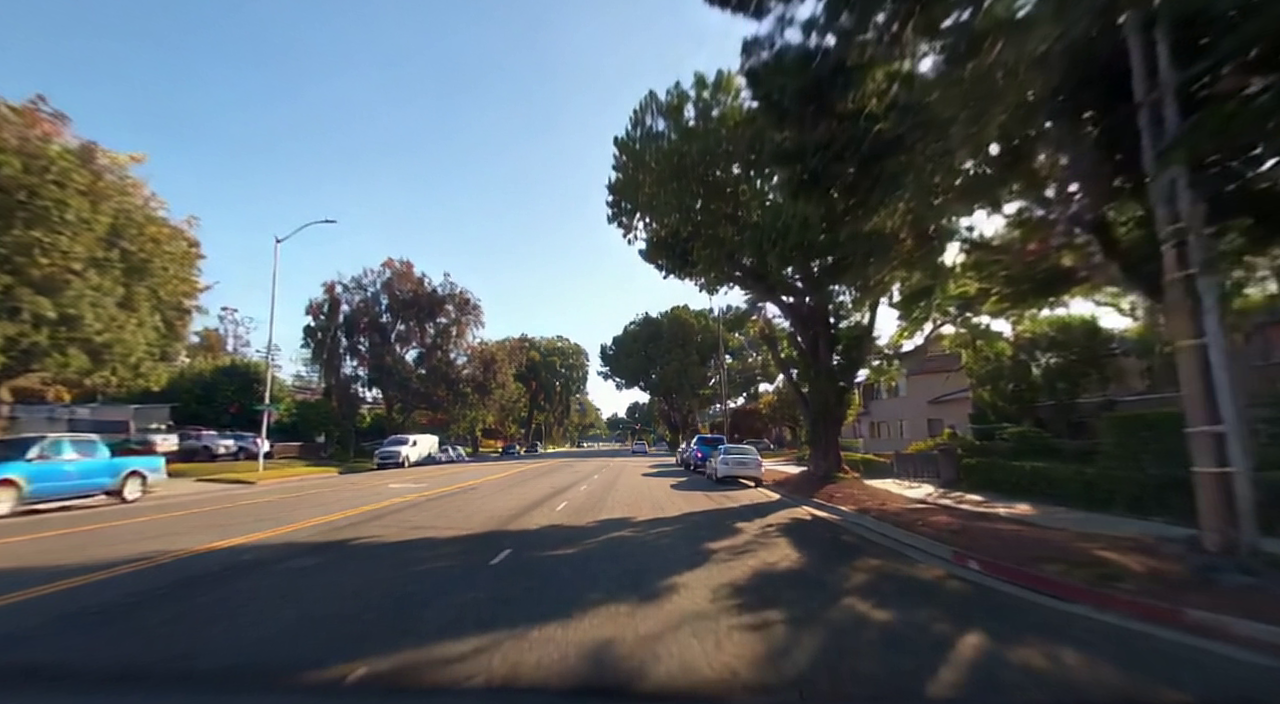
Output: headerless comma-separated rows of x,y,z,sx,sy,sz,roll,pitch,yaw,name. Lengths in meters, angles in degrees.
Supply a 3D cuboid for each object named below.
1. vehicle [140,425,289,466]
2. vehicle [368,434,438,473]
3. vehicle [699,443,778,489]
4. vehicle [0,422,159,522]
-22.039,4.845,32.877,6.230,1.991,2.456,-1,-8,8,vehicle
-13.952,5.956,37.588,2.155,1.991,5.722,-3,-8,-2,vehicle
3.513,4.169,23.586,1.911,1.471,5.151,0,-8,-2,vehicle
-13.912,2.609,13.921,2.253,1.969,5.398,0,-9,1,vehicle
